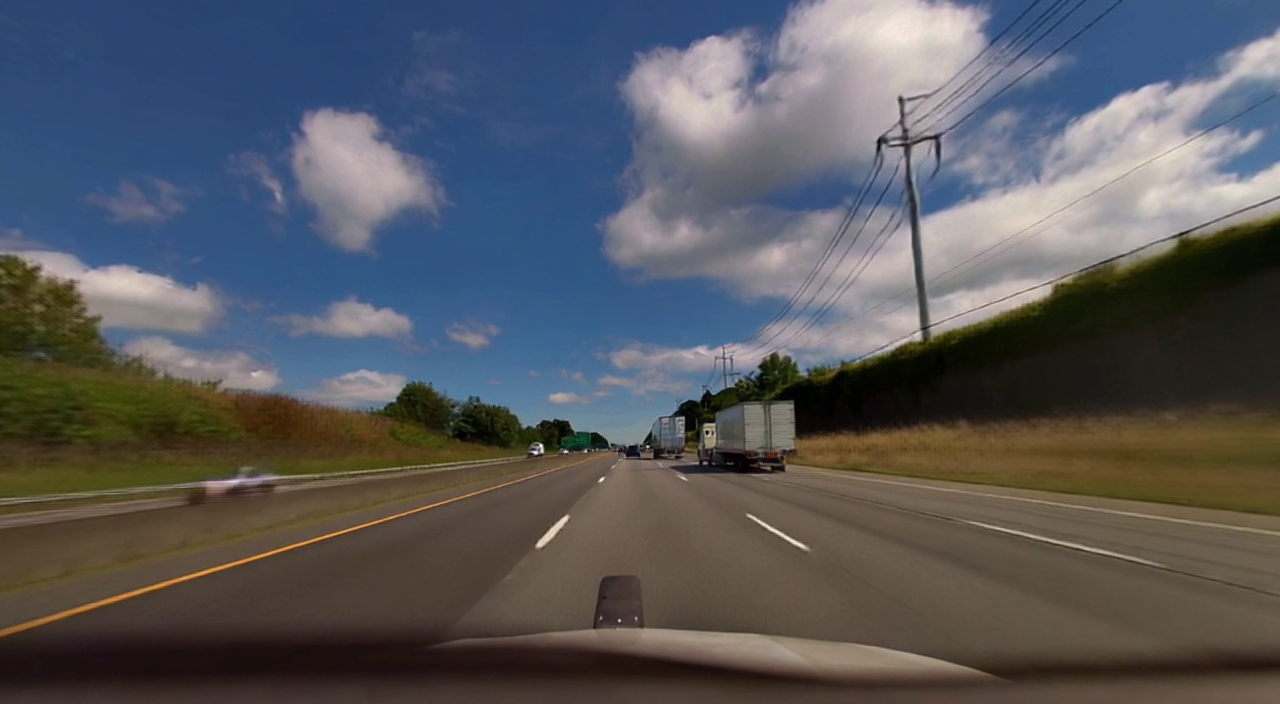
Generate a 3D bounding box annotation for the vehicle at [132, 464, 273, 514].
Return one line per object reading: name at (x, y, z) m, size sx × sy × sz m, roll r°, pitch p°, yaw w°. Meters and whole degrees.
vehicle at (-15.187, 4.735, 22.169) m, size 1.849 × 1.415 × 4.408 m, roll 0°, pitch -9°, yaw -1°

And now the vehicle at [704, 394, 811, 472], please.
vehicle at (7.200, 5.641, 42.417) m, size 3.400 × 4.134 × 17.388 m, roll 0°, pitch -9°, yaw -2°
